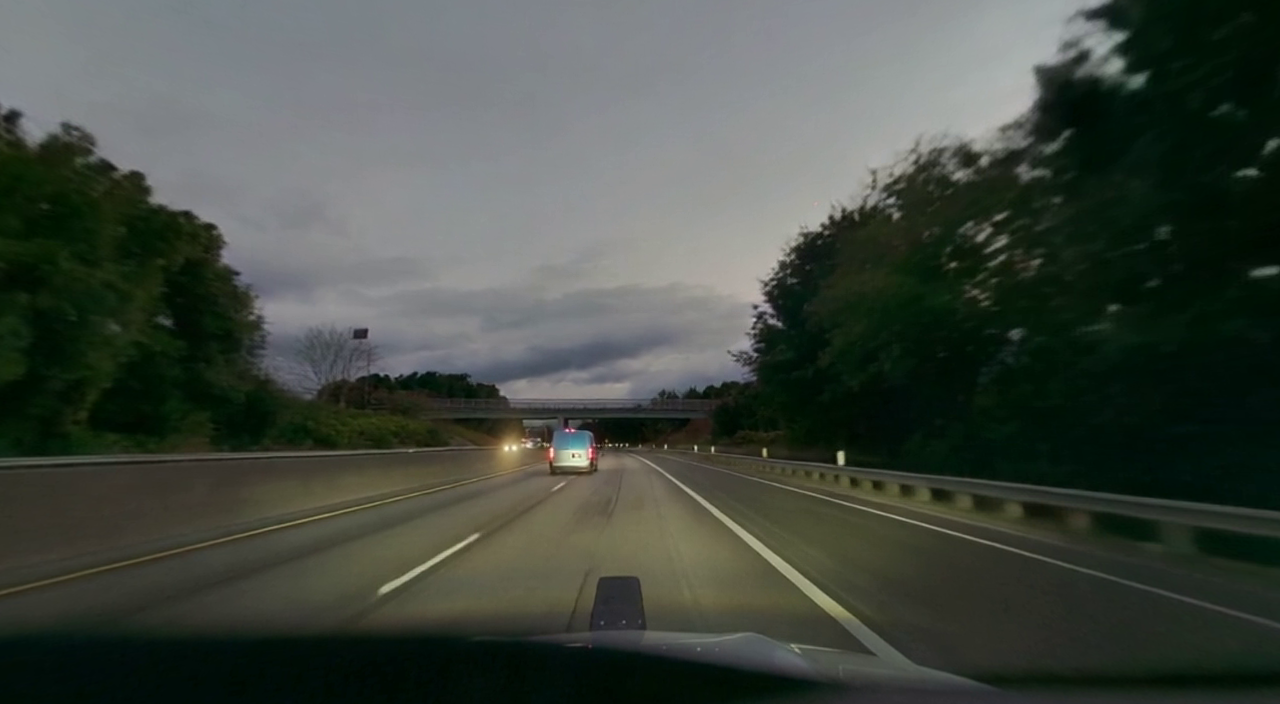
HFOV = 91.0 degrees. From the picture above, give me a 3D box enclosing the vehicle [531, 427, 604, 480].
[{"bbox_3d":[-2.753,4.023,25.228,2.372,1.891,5.061,0,-8,0],"label":"vehicle"}]
